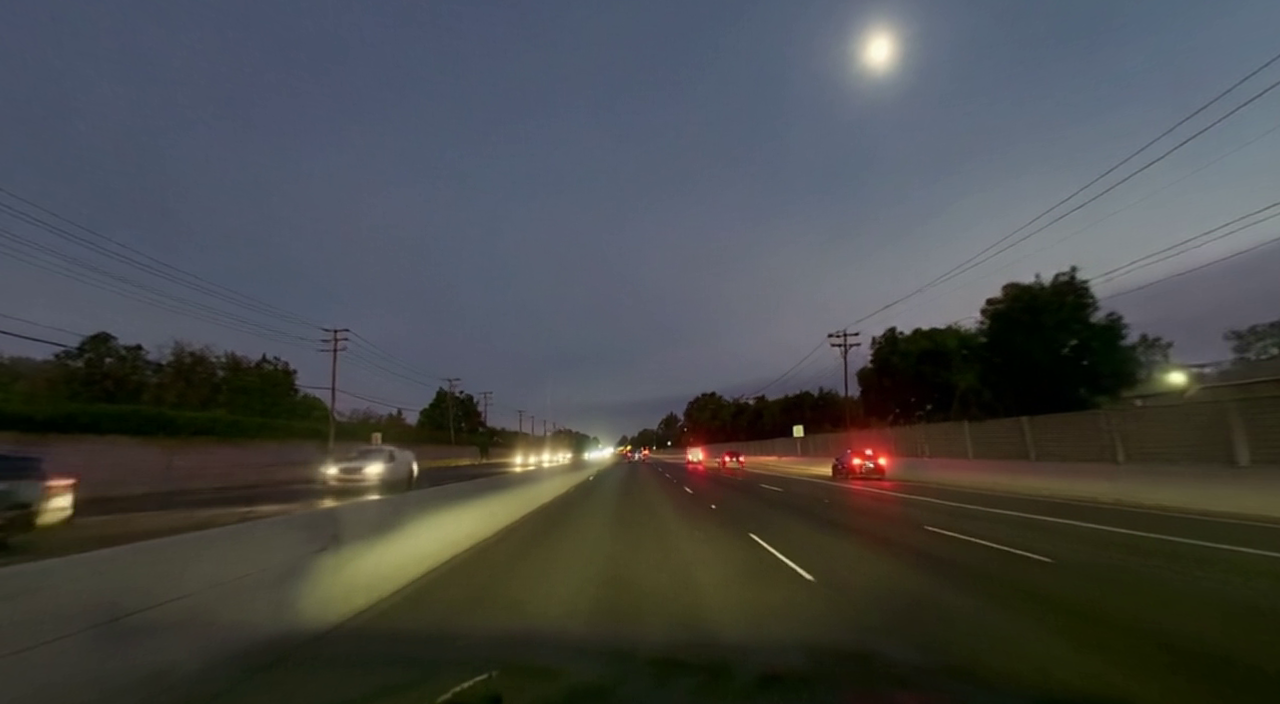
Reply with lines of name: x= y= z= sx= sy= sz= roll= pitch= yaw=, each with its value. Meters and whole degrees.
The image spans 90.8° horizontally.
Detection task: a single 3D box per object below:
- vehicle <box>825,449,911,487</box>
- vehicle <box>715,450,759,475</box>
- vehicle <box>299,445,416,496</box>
vehicle: x=9.680 y=4.936 z=27.239 sx=1.969 sy=1.506 sz=4.422 roll=0 pitch=-9 yaw=-1
vehicle: x=6.312 y=7.189 z=41.505 sx=2.069 sy=1.520 sz=4.614 roll=0 pitch=-9 yaw=-1
vehicle: x=-9.982 y=4.192 z=22.789 sx=2.170 sy=1.635 sz=4.356 roll=0 pitch=-9 yaw=0
